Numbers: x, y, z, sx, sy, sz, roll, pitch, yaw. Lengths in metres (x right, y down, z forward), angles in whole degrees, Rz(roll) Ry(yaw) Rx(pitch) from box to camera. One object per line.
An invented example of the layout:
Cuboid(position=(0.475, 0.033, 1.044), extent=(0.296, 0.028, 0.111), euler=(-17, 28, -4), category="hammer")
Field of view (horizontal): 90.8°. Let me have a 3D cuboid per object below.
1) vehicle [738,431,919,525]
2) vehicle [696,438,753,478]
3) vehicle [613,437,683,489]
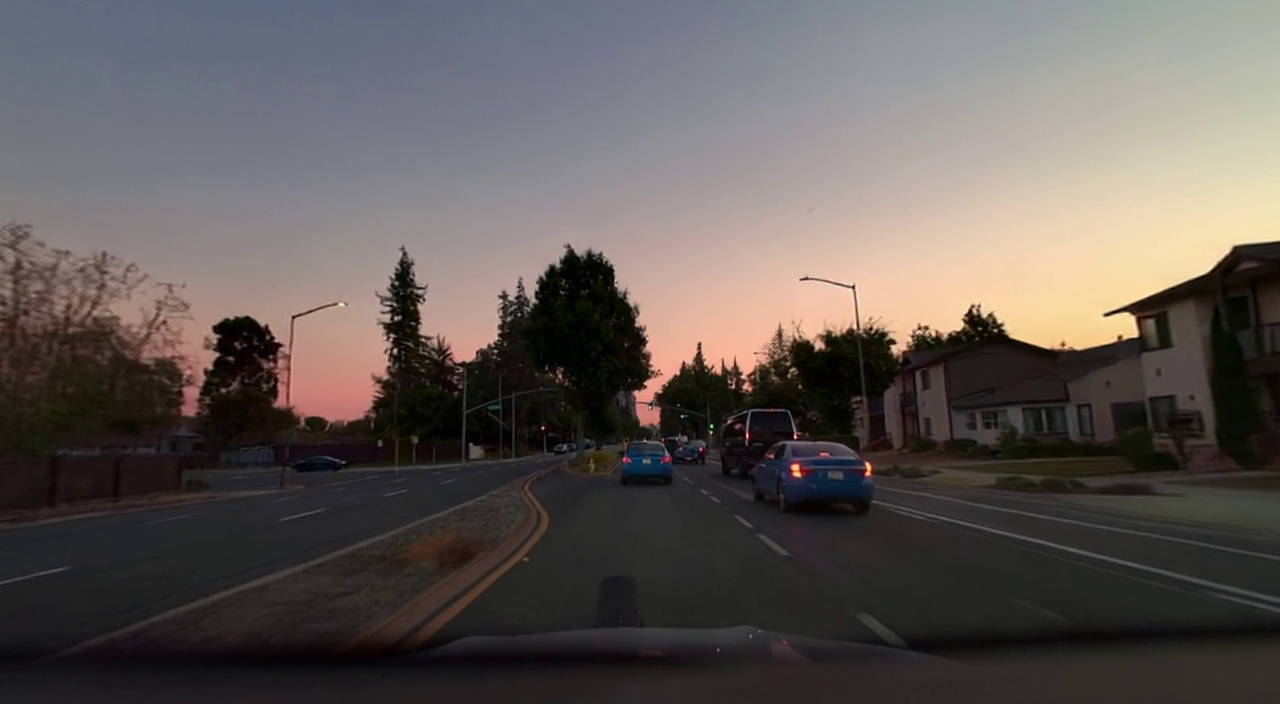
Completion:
Cuboid(position=(3.464, 2.422, 12.734), extent=(2.161, 1.519, 4.568), euler=(0, -9, -1), category="vehicle")
Cuboid(position=(3.434, 4.379, 26.301), extent=(1.775, 1.499, 3.488), euler=(0, -9, -1), category="vehicle")
Cuboid(position=(0.215, 3.582, 20.724), extent=(2.093, 1.497, 4.010), euler=(0, -9, -1), category="vehicle")
